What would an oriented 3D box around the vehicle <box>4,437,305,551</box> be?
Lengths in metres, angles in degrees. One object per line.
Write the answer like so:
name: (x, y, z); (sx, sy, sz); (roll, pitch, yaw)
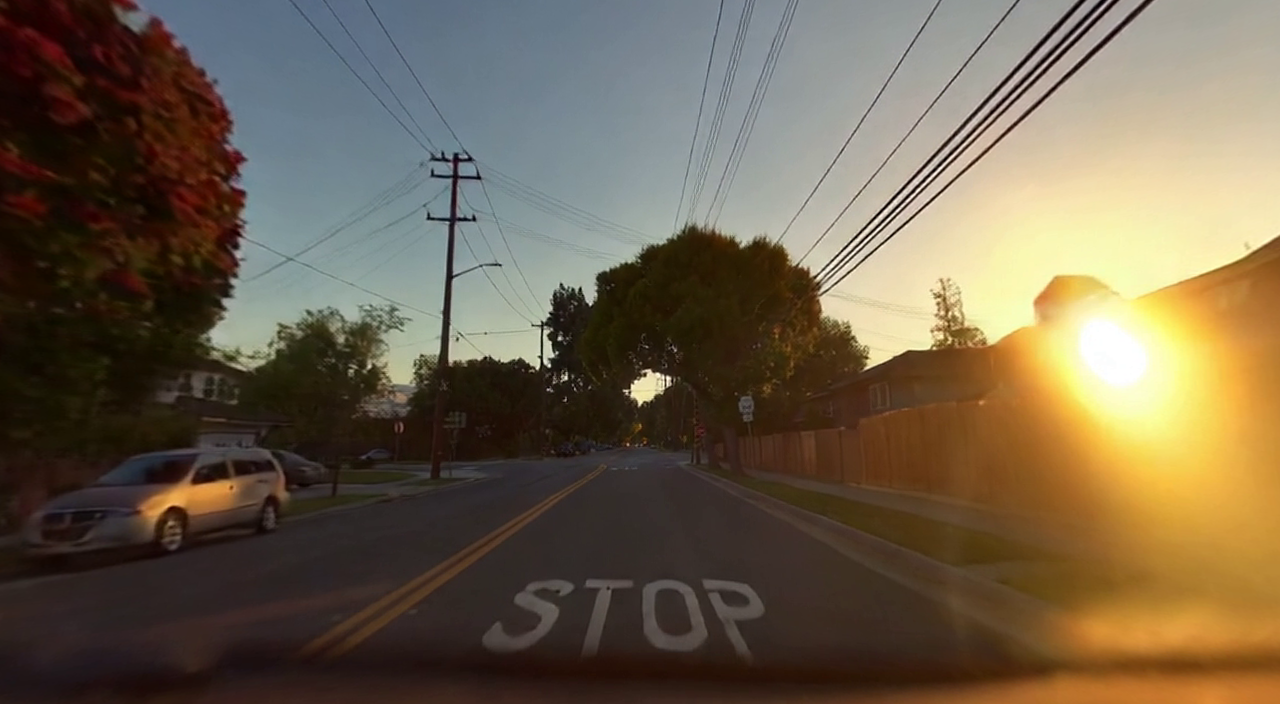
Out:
vehicle: (-8.488, 2.449, 11.633); (2.047, 1.679, 3.948); (-1, -9, 8)
